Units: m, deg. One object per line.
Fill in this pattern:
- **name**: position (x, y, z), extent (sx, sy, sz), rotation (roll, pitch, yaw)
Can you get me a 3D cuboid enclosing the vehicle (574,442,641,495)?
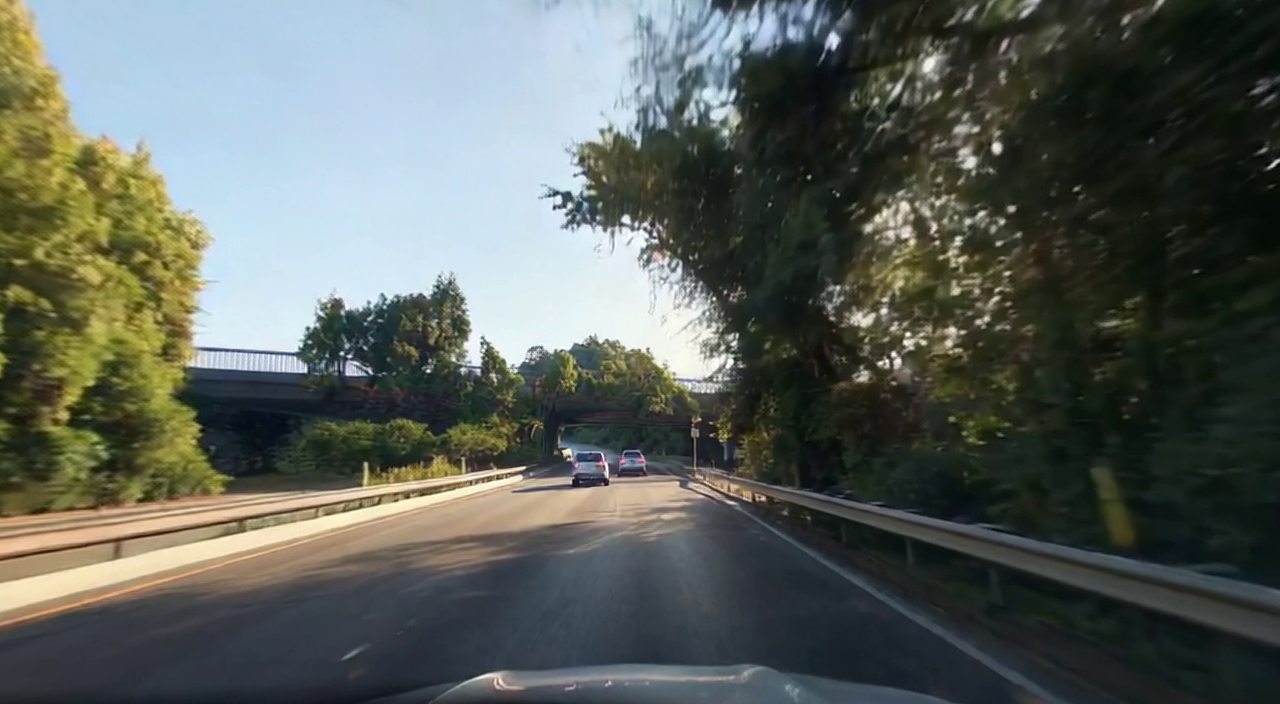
- **vehicle**: position (-1.092, 3.844, 21.062), extent (2.037, 1.601, 3.643), rotation (0, -9, -3)
